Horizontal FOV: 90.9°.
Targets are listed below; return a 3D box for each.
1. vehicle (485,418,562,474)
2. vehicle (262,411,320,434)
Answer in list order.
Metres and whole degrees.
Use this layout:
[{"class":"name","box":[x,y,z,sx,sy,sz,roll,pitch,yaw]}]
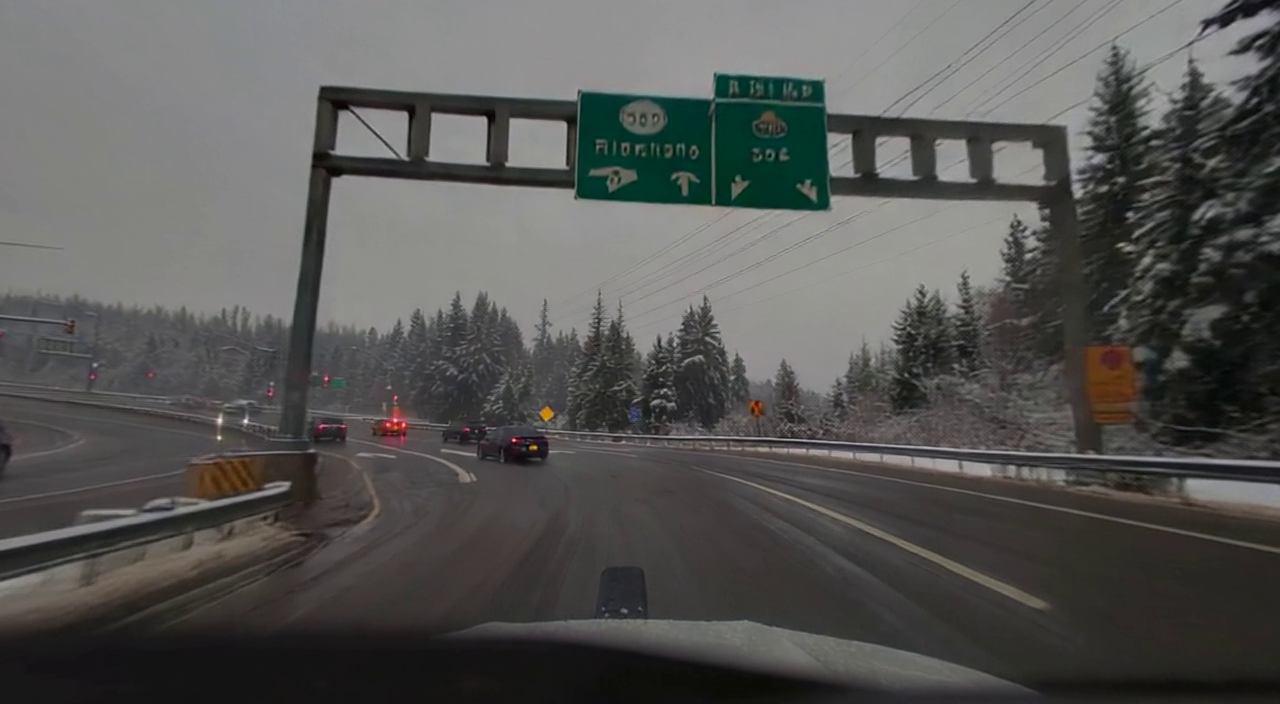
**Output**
[{"class":"vehicle","box":[-4.149,3.248,21.926,2.140,1.724,4.304,2,-9,-16]},{"class":"vehicle","box":[-26.162,5.323,47.265,4.623,1.501,2.033,-7,-11,37]}]
